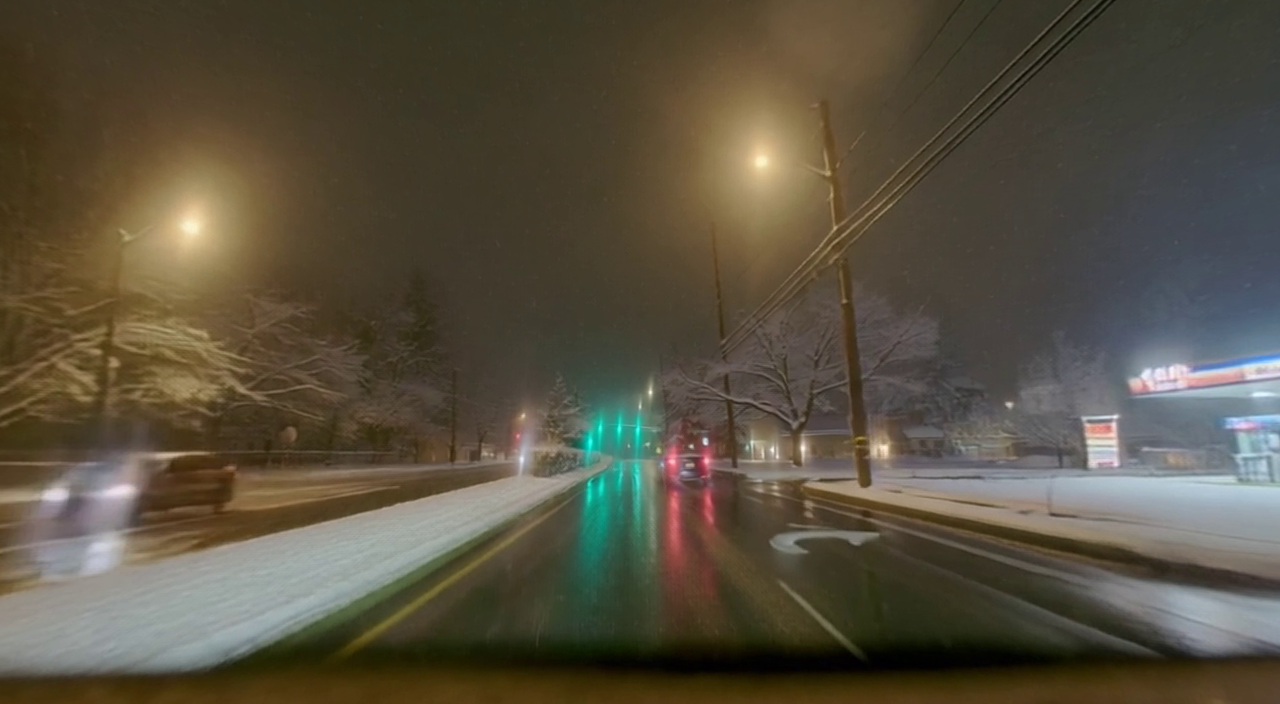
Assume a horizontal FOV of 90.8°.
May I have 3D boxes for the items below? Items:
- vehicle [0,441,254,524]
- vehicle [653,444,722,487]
[{"bbox_3d":[-10.758,2.704,13.742,1.893,1.480,4.482,0,-9,0],"label":"vehicle"},{"bbox_3d":[1.686,4.221,23.879,2.061,1.475,4.296,0,-9,-3],"label":"vehicle"}]
